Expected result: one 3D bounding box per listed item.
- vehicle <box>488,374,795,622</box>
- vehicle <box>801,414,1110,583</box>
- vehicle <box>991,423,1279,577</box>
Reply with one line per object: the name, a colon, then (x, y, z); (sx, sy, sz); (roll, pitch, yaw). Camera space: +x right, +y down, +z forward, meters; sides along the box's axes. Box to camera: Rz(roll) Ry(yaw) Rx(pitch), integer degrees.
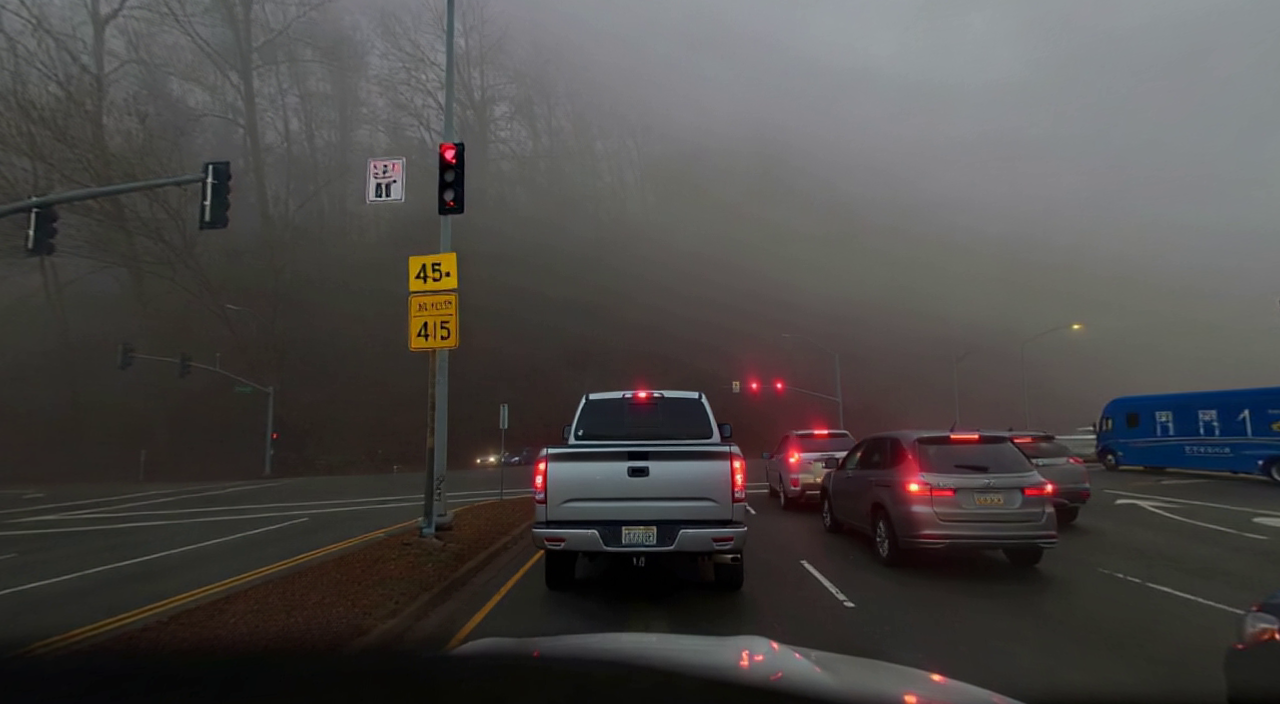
vehicle: (0.048, 1.472, 7.361); (2.326, 1.880, 4.964); (0, -8, 1)
vehicle: (3.576, 1.719, 8.182); (1.981, 1.616, 4.006); (0, -8, 1)
vehicle: (6.834, 1.743, 8.258); (1.973, 1.470, 4.228); (0, -8, -1)
